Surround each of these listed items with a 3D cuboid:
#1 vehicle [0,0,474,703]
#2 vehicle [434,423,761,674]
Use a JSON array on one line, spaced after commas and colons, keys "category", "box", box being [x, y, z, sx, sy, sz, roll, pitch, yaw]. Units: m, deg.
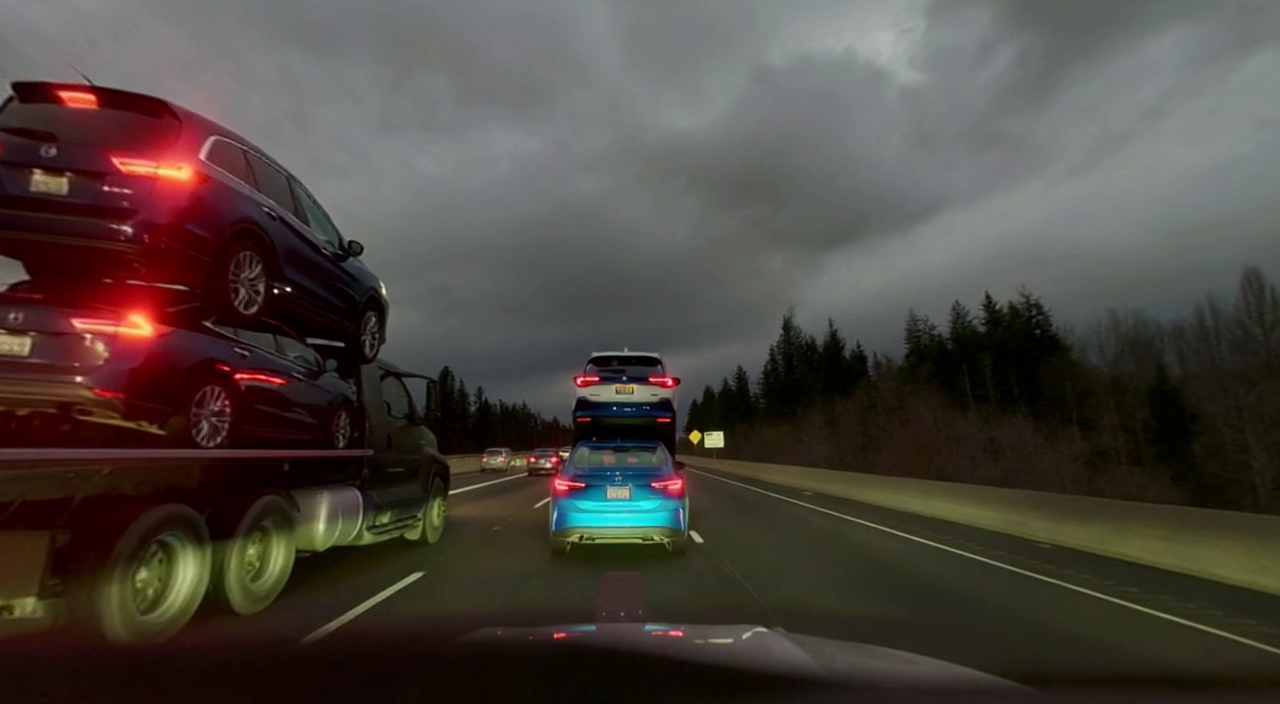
[{"category": "vehicle", "box": [-4.566, 0.123, 4.735, 2.836, 4.059, 14.286, 0, -9, 0]}, {"category": "vehicle", "box": [-0.277, 1.468, 5.634, 1.991, 1.507, 3.391, 0, -9, -1]}]
